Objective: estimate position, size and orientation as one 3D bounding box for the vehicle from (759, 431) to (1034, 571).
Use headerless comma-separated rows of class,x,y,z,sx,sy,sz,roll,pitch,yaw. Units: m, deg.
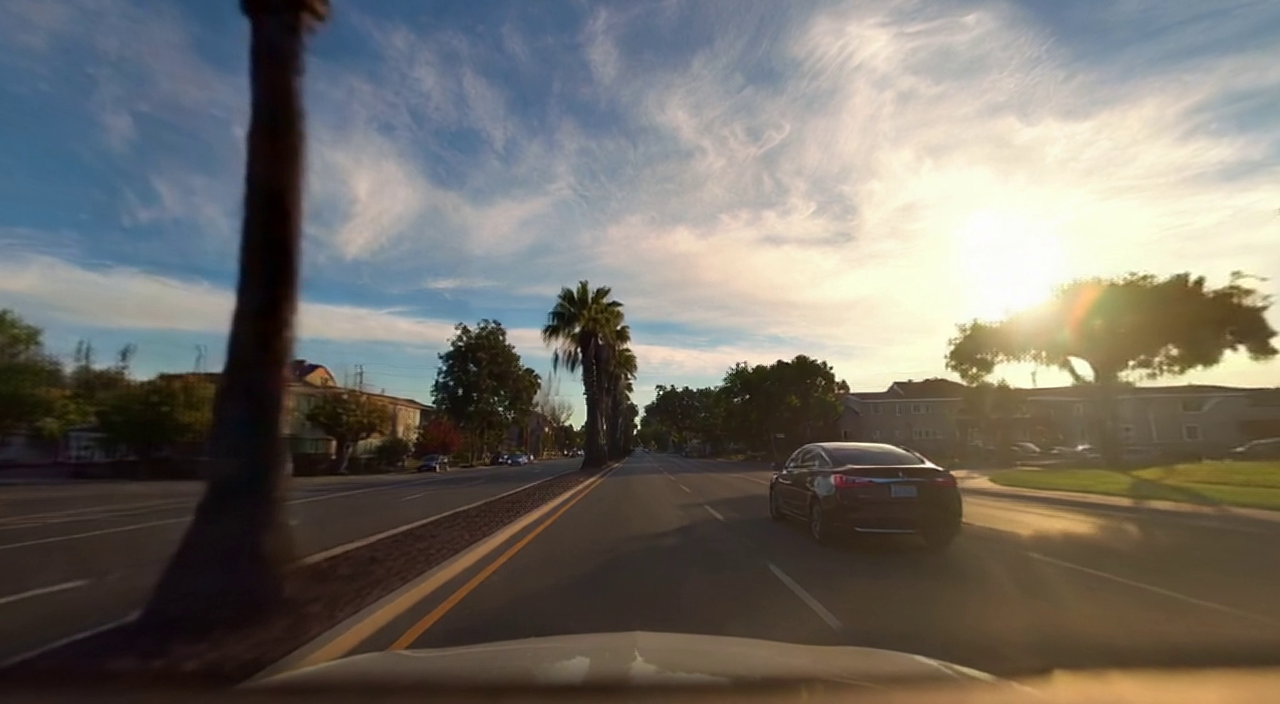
vehicle,3.223,1.965,9.222,1.989,1.492,4.689,0,-9,-1
